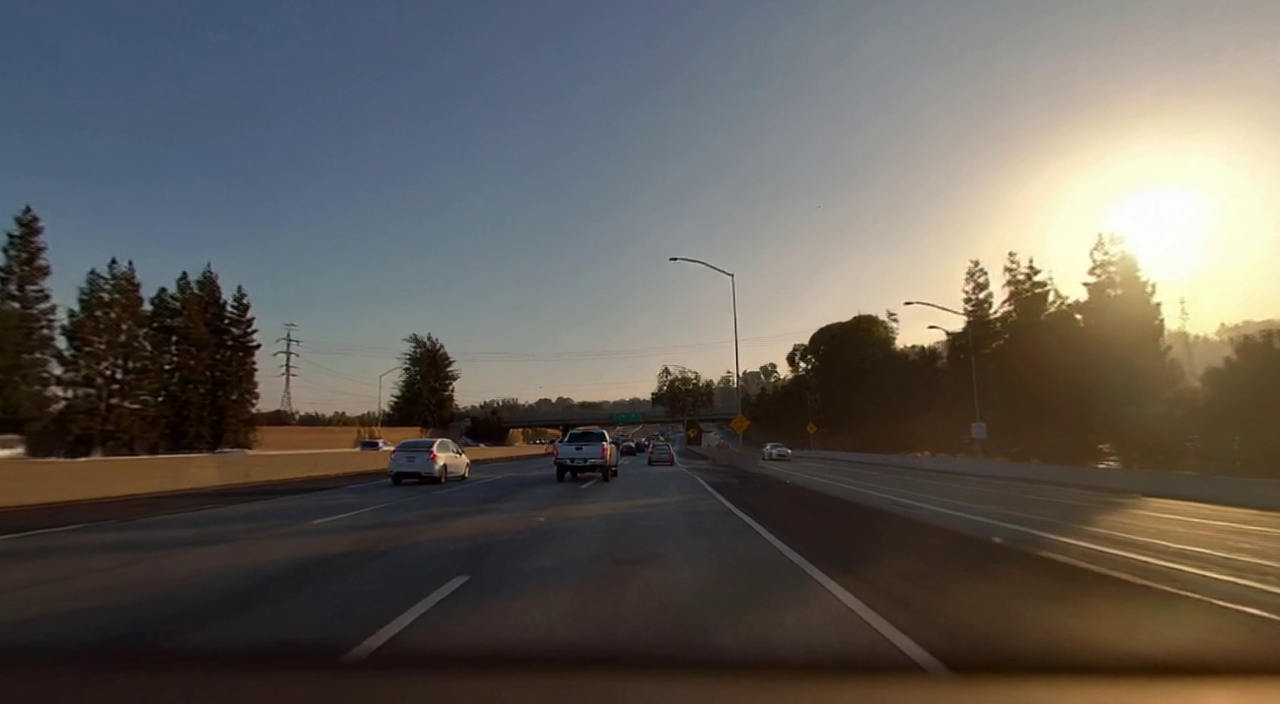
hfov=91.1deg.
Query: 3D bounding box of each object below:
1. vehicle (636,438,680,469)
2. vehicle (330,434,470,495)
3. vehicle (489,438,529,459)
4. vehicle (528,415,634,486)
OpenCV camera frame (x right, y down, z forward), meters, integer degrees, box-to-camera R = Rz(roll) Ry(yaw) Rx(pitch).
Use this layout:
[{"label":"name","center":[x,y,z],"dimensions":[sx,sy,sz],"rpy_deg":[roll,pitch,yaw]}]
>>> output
[{"label":"vehicle","center":[0.852,5.049,31.544],"dimensions":[2.013,1.444,4.447],"rpy_deg":[0,-8,0]},{"label":"vehicle","center":[-6.494,3.077,17.651],"dimensions":[1.964,1.481,4.425],"rpy_deg":[-1,-8,4]},{"label":"vehicle","center":[-9.787,7.268,47.207],"dimensions":[1.915,1.472,4.502],"rpy_deg":[0,-8,2]},{"label":"vehicle","center":[-1.796,3.401,21.927],"dimensions":[2.815,2.092,6.526],"rpy_deg":[0,-8,2]}]
